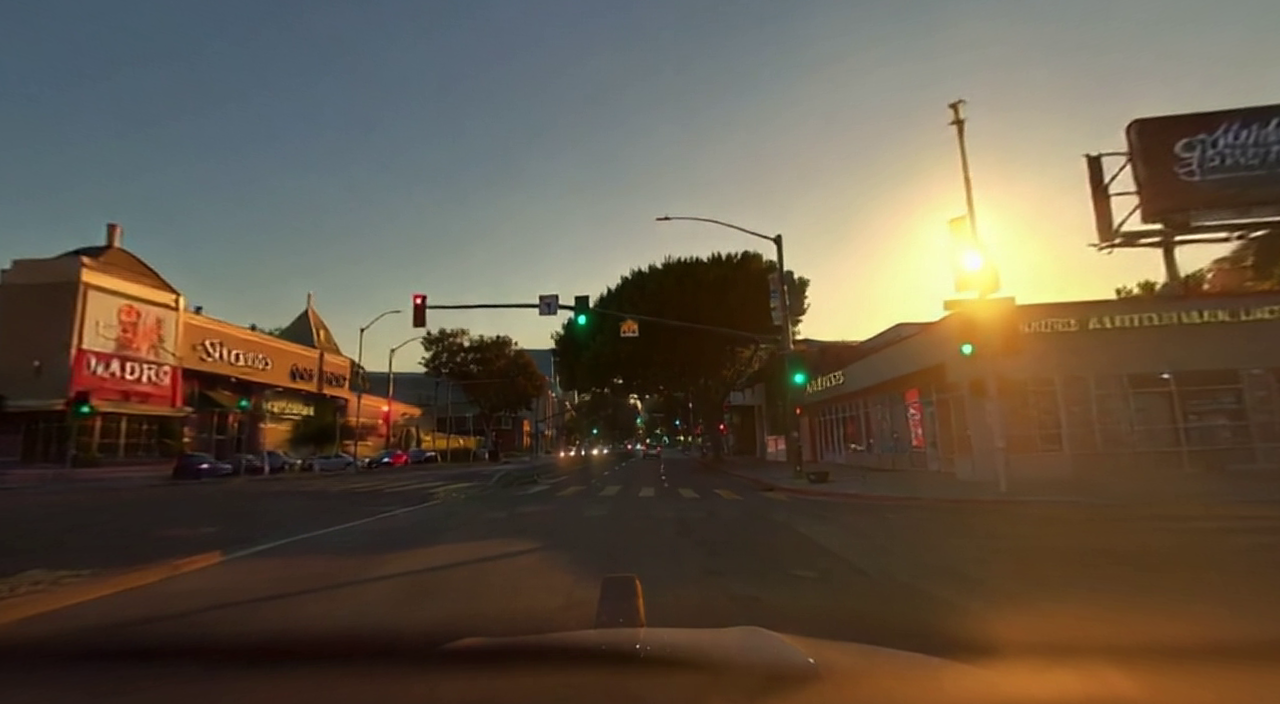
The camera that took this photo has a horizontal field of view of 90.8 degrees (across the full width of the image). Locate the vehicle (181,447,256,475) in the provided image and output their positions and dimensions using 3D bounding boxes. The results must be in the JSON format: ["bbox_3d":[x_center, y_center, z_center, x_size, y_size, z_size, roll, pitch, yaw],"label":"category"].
[{"bbox_3d":[-28.269,7.263,42.455,1.643,1.755,3.666,-5,-10,34],"label":"vehicle"}]

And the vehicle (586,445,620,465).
[{"bbox_3d":[-2.634,7.514,46.197,1.962,1.420,4.021,-1,-9,4],"label":"vehicle"}]

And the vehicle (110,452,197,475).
[{"bbox_3d":[-34.509,7.902,44.958,1.802,1.549,4.439,-5,-10,27],"label":"vehicle"}]

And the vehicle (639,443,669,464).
[{"bbox_3d":[1.053,7.722,48.105,2.168,1.545,4.047,0,-9,1],"label":"vehicle"}]

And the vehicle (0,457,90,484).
[{"bbox_3d":[-35.422,6.867,36.890,1.826,1.432,4.530,-5,-10,29],"label":"vehicle"}]
